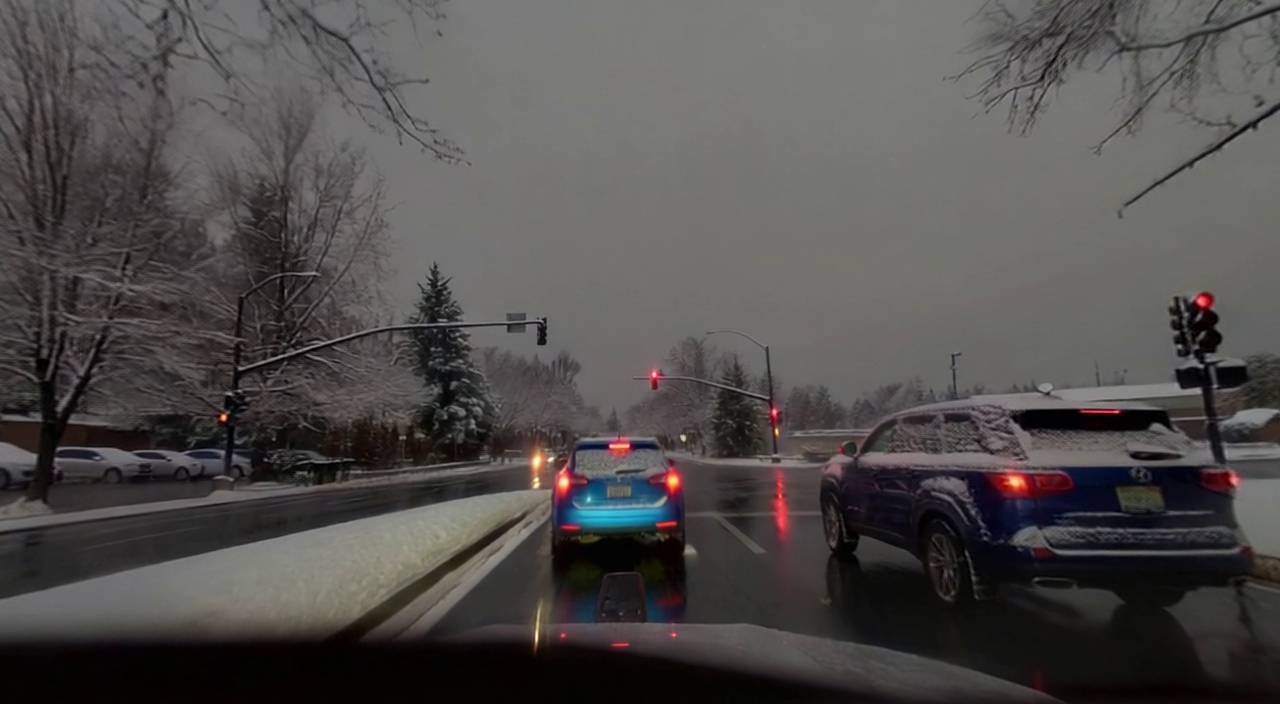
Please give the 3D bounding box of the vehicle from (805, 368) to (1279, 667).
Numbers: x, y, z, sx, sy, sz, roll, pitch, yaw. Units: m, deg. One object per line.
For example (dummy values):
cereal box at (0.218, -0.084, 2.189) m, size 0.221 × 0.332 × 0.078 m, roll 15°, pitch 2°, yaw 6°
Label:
vehicle at (3.185, 1.301, 5.999) m, size 2.046 × 1.768 × 4.370 m, roll 0°, pitch -9°, yaw 0°

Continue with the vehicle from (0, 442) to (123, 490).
vehicle at (-28.484, 5.441, 30.442) m, size 5.119 × 2.119 × 2.199 m, roll 5°, pitch -10°, yaw -31°

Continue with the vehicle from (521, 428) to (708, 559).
vehicle at (-0.325, 2.010, 9.802) m, size 2.177 × 1.512 × 4.682 m, roll 0°, pitch -9°, yaw -1°

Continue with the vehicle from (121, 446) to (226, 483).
vehicle at (-28.592, 6.882, 38.967) m, size 4.943 × 2.110 × 2.217 m, roll 5°, pitch -10°, yaw -32°
